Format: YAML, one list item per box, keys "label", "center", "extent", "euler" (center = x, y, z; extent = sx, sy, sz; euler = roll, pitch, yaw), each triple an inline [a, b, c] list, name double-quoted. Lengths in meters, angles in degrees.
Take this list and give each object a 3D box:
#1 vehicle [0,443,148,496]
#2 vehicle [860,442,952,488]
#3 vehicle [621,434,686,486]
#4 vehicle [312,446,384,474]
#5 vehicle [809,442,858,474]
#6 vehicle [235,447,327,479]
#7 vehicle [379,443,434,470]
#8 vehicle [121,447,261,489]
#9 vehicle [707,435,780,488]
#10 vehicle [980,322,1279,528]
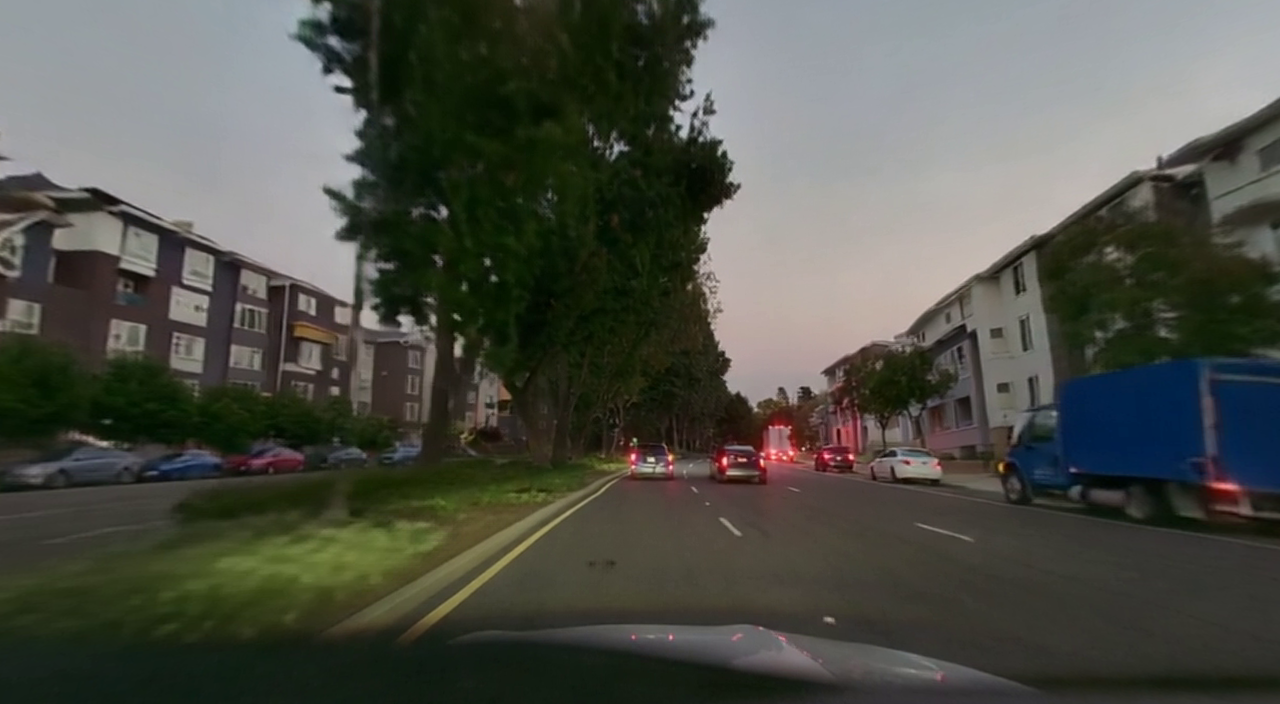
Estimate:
- label: "vehicle"
  center: [-18.674, 3.778, 20.519]
  extent: [1.845, 1.512, 4.316]
  euler: [-2, -9, 1]
- label: "vehicle"
  center: [11.221, 4.745, 27.077]
  extent: [2.080, 1.744, 4.889]
  euler: [0, -8, 4]
- label: "vehicle"
  center: [0.594, 4.297, 25.417]
  extent: [2.345, 1.841, 5.032]
  euler: [0, -9, 2]
- label: "vehicle"
  center: [-17.666, 6.585, 38.468]
  extent: [2.023, 1.561, 4.497]
  euler: [-3, -10, 3]
- label: "vehicle"
  center: [11.986, 6.599, 39.513]
  extent: [1.938, 1.860, 4.690]
  euler: [-1, -9, 5]
- label: "vehicle"
  center: [-18.213, 5.729, 32.339]
  extent: [1.849, 1.455, 4.606]
  euler: [-2, -11, 3]
- label: "vehicle"
  center: [-16.836, 7.546, 45.774]
  extent: [2.175, 1.819, 4.703]
  euler: [0, -8, 0]
- label: "vehicle"
  center: [-18.414, 4.767, 26.314]
  extent: [1.951, 1.513, 5.107]
  euler: [-3, -9, 2]
- label: "vehicle"
  center: [3.823, 4.140, 24.099]
  extent: [2.033, 1.823, 4.409]
  euler: [0, -9, 0]
- label: "vehicle"
  center: [10.953, 1.686, 13.329]
  extent: [3.705, 3.221, 6.779]
  euler: [-2, -10, 1]
